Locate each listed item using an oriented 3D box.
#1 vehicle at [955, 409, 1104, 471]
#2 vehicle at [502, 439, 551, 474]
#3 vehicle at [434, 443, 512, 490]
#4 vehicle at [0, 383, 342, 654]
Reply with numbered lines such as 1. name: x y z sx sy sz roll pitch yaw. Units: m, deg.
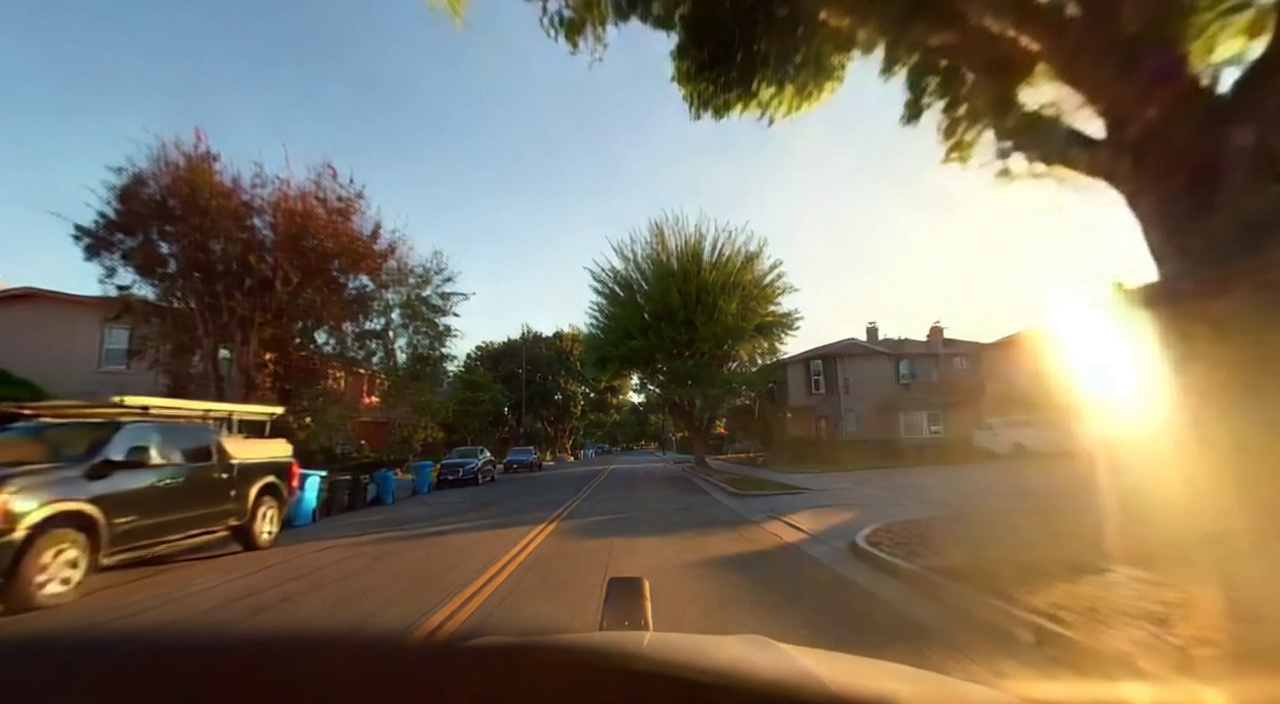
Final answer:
1. vehicle: 12.754 2.916 21.080 1.936 1.687 4.714 -5 -7 1
2. vehicle: -6.839 6.279 38.396 2.169 1.871 4.762 -3 -8 -2
3. vehicle: -6.549 4.490 25.204 1.945 1.530 4.430 -4 -7 -2
4. vehicle: -6.313 1.538 7.773 2.223 2.115 5.707 5 -4 2
